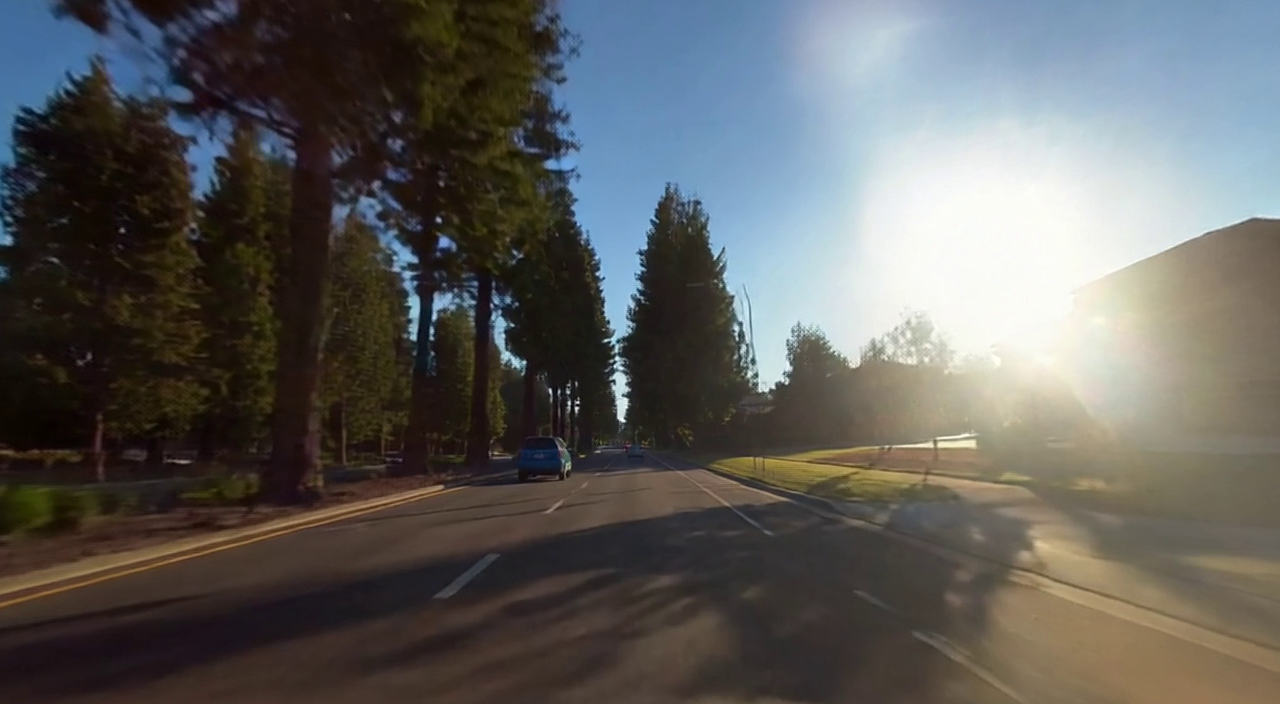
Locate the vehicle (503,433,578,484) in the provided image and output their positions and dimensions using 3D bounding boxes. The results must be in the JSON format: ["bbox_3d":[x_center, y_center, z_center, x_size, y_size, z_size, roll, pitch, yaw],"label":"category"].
[{"bbox_3d":[-3.582,3.943,23.692,2.078,1.748,4.279,0,-8,0],"label":"vehicle"}]
